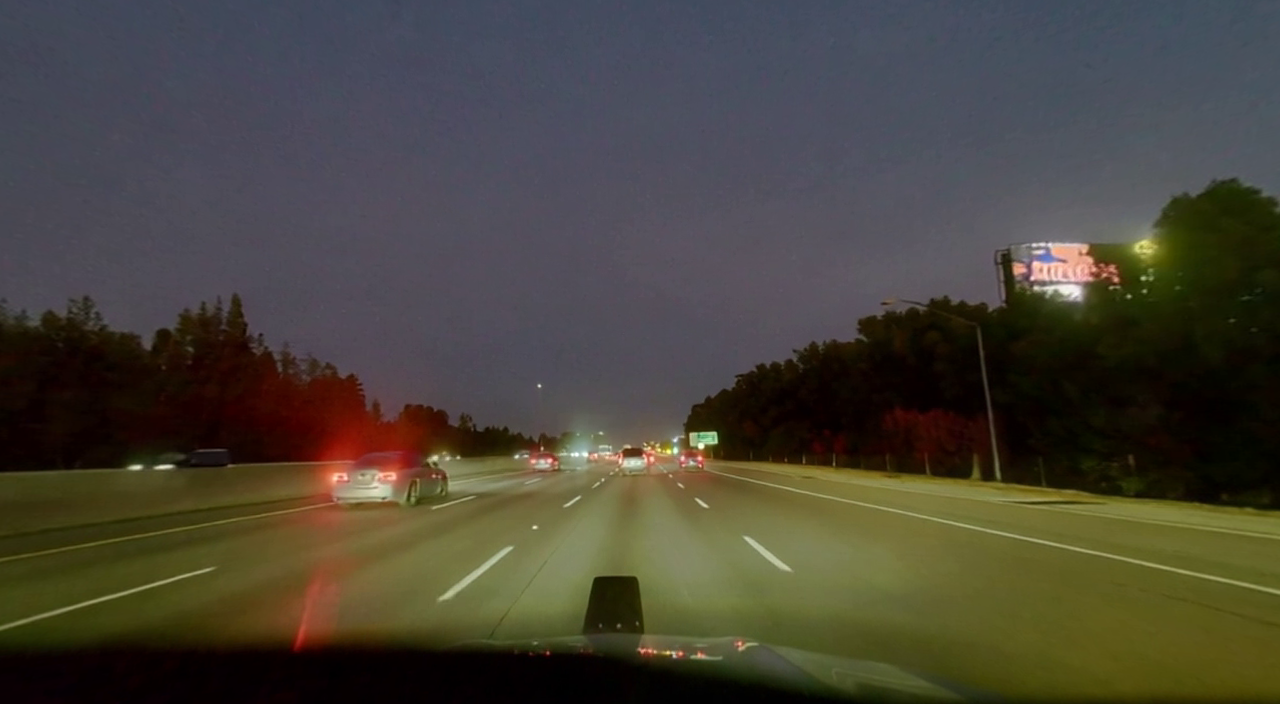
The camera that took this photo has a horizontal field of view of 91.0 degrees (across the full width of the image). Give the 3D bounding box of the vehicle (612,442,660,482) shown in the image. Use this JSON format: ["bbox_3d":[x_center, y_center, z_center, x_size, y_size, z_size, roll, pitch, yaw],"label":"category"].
[{"bbox_3d":[-0.198,5.242,30.403,2.127,1.749,4.776,0,-9,0],"label":"vehicle"}]

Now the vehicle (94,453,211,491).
[{"bbox_3d":[-22.567,5.552,29.417,2.001,1.575,4.266,0,-9,0],"label":"vehicle"}]

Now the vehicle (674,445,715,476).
[{"bbox_3d":[3.210,6.464,37.769,1.925,1.716,4.378,0,-9,-2],"label":"vehicle"}]

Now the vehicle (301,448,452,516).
[{"bbox_3d":[-6.655,3.300,16.592,1.918,1.509,4.736,0,-9,0],"label":"vehicle"}]

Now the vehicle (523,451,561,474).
[{"bbox_3d":[-6.750,7.635,43.795,1.892,1.468,4.792,0,-9,0],"label":"vehicle"}]
